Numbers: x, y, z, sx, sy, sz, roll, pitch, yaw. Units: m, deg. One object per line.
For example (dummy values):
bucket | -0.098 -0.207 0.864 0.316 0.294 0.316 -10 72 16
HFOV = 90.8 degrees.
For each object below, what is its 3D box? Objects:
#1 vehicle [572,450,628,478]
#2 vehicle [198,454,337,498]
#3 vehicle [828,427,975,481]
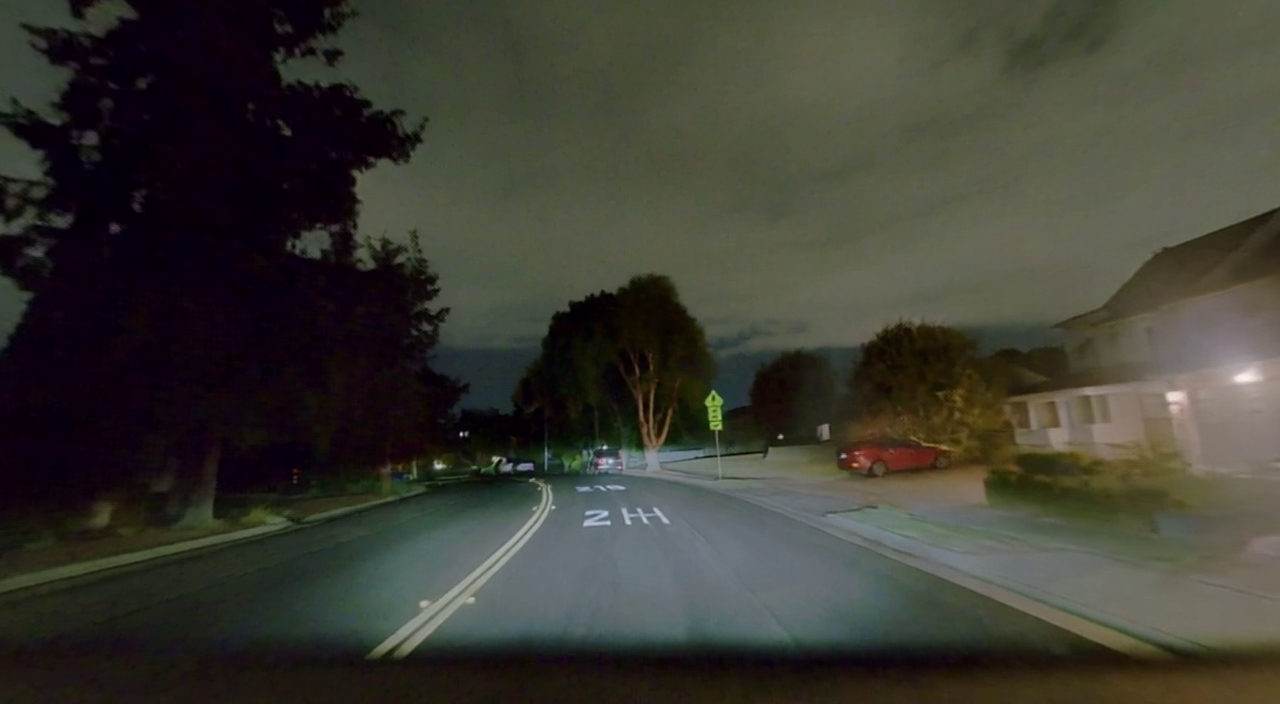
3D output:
vehicle | -2.486 6.670 37.920 2.181 1.494 5.023 2 -9 -18
vehicle | -15.170 5.039 26.049 4.664 1.580 1.973 3 -9 -23
vehicle | 8.900 3.452 21.598 4.284 1.522 1.893 -1 -8 -17
